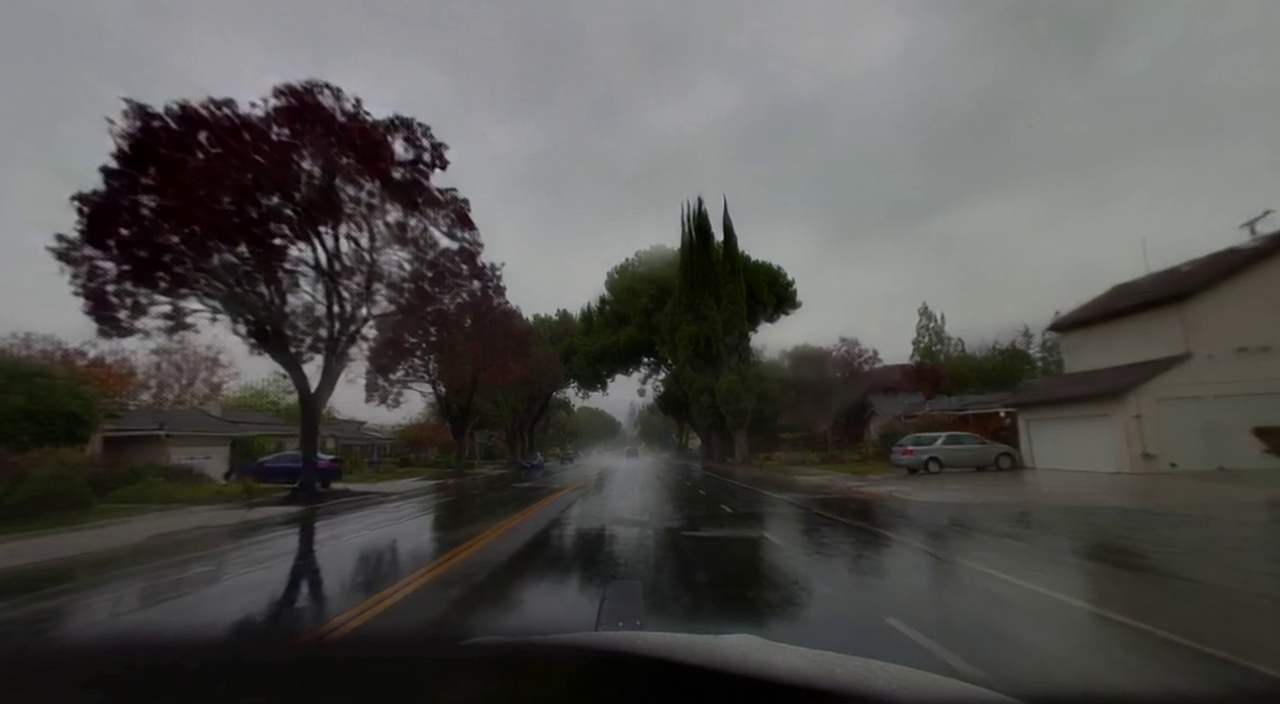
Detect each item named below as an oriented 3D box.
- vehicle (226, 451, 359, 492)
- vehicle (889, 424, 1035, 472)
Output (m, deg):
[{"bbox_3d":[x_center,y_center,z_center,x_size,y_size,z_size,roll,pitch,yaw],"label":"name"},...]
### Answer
[{"bbox_3d":[-15.686,5.393,28.716,4.859,1.780,2.031,-1,-9,2],"label":"vehicle"},{"bbox_3d":[11.976,3.602,23.721,4.392,1.685,1.959,0,-9,-4],"label":"vehicle"}]
